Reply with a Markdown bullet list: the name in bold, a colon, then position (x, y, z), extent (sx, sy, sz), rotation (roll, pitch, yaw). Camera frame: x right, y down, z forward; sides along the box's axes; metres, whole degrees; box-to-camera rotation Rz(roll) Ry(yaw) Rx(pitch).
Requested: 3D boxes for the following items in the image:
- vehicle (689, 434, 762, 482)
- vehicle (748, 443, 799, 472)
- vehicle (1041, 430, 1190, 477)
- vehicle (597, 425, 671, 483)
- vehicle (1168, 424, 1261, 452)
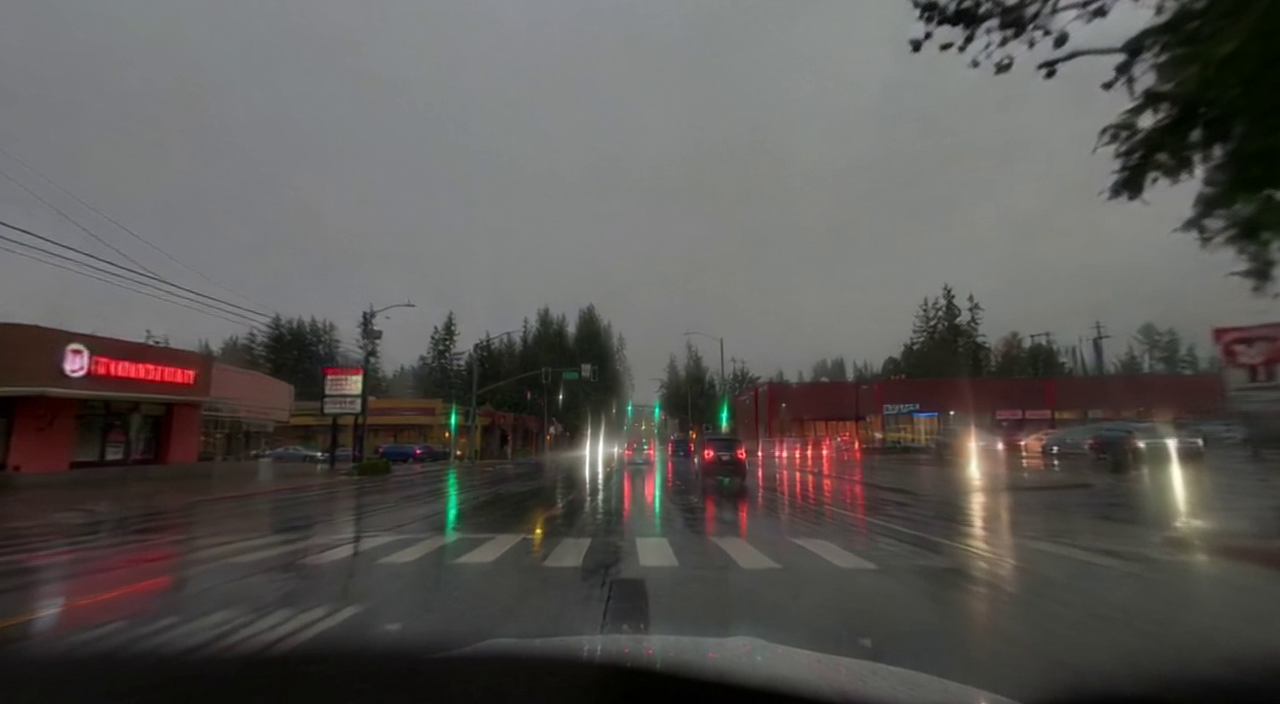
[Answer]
- **vehicle**: position (3.362, 4.291, 25.824), extent (2.276, 1.787, 4.630), rotation (0, -8, -1)
- **vehicle**: position (7.018, 5.582, 33.534), extent (2.002, 1.427, 4.436), rotation (-1, -8, 3)
- **vehicle**: position (16.585, 3.523, 22.100), extent (3.880, 1.538, 1.862), rotation (1, -8, -8)
- **vehicle**: position (-0.211, 4.053, 25.313), extent (2.638, 2.065, 5.313), rotation (0, -8, 0)
- **vehicle**: position (35.223, 5.329, 38.787), extent (1.817, 1.548, 4.050), rotation (-2, -9, -1)
